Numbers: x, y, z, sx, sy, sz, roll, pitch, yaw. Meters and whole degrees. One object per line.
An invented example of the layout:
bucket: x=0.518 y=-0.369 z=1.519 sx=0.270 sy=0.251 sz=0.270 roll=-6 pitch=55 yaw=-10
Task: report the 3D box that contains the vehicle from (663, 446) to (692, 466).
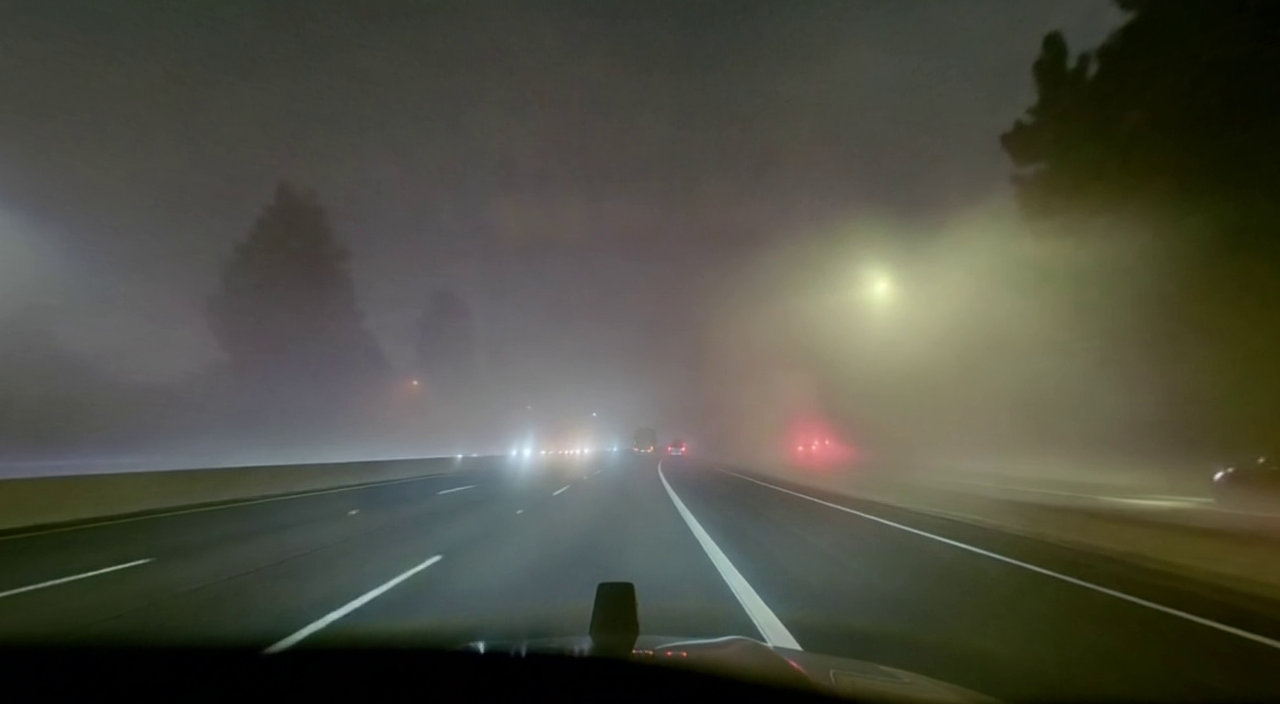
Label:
vehicle: x=2.916 y=8.169 z=49.749 sx=2.069 sy=1.476 sz=4.197 roll=0 pitch=-9 yaw=0
